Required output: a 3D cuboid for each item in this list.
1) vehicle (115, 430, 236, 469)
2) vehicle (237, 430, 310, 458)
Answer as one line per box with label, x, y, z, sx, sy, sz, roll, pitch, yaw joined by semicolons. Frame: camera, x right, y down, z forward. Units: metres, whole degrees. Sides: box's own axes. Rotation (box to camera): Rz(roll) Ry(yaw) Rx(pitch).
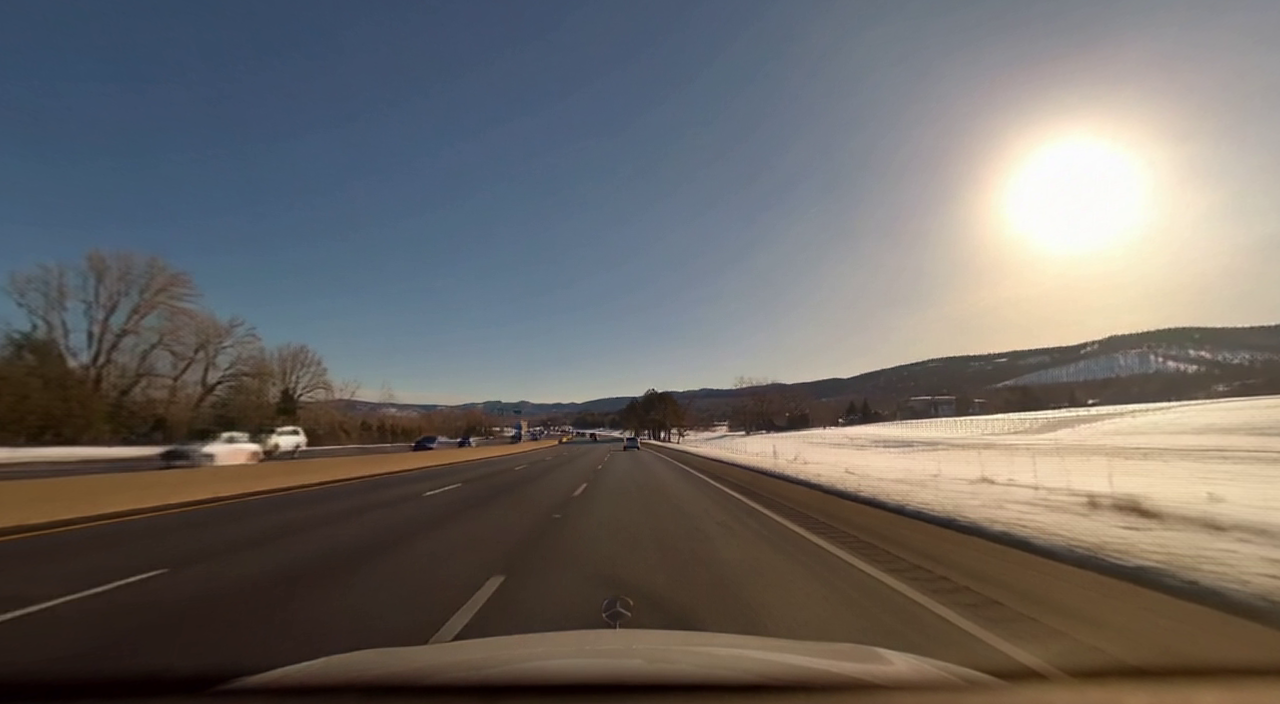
vehicle;-19.416;4.059;26.550;1.857;1.497;4.322;0;-8;-1
vehicle;-23.563;5.913;40.632;2.043;1.668;4.438;0;-8;-1
